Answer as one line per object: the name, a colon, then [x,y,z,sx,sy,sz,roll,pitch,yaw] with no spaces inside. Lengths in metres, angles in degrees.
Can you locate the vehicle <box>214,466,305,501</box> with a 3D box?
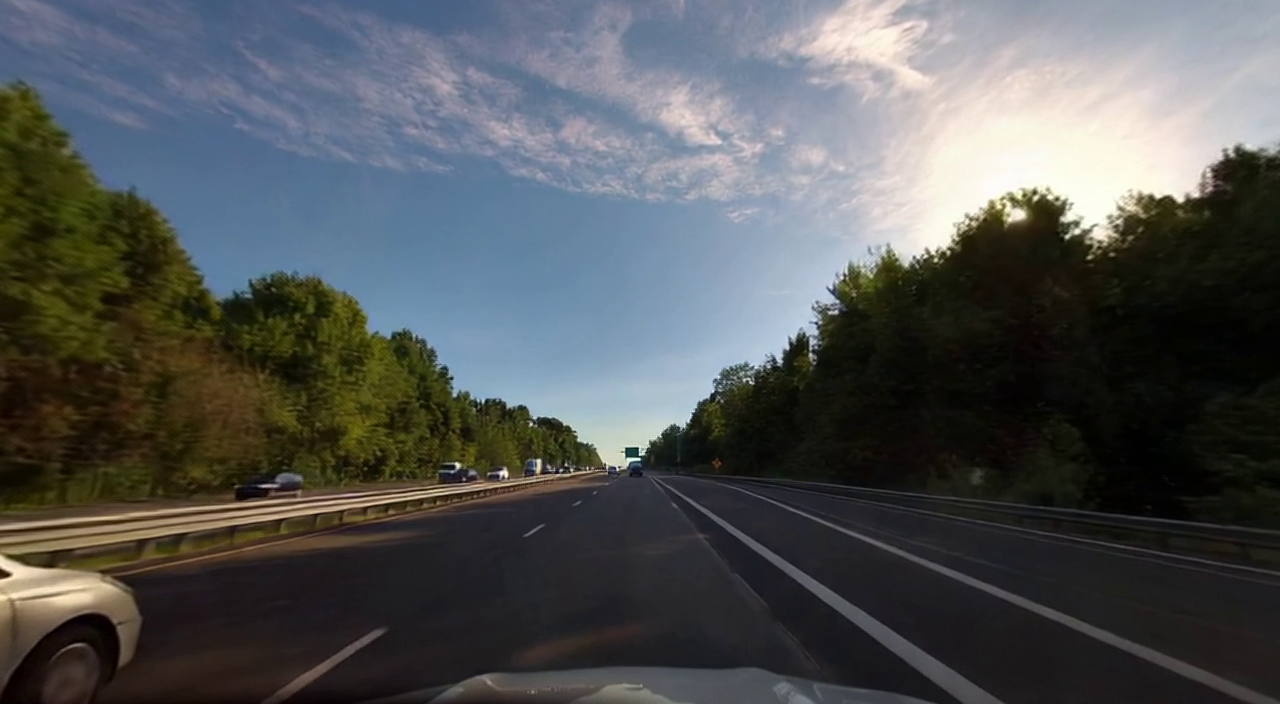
vehicle: [-16.967,5.847,28.290,1.686,1.428,3.761,1,-10,0]
